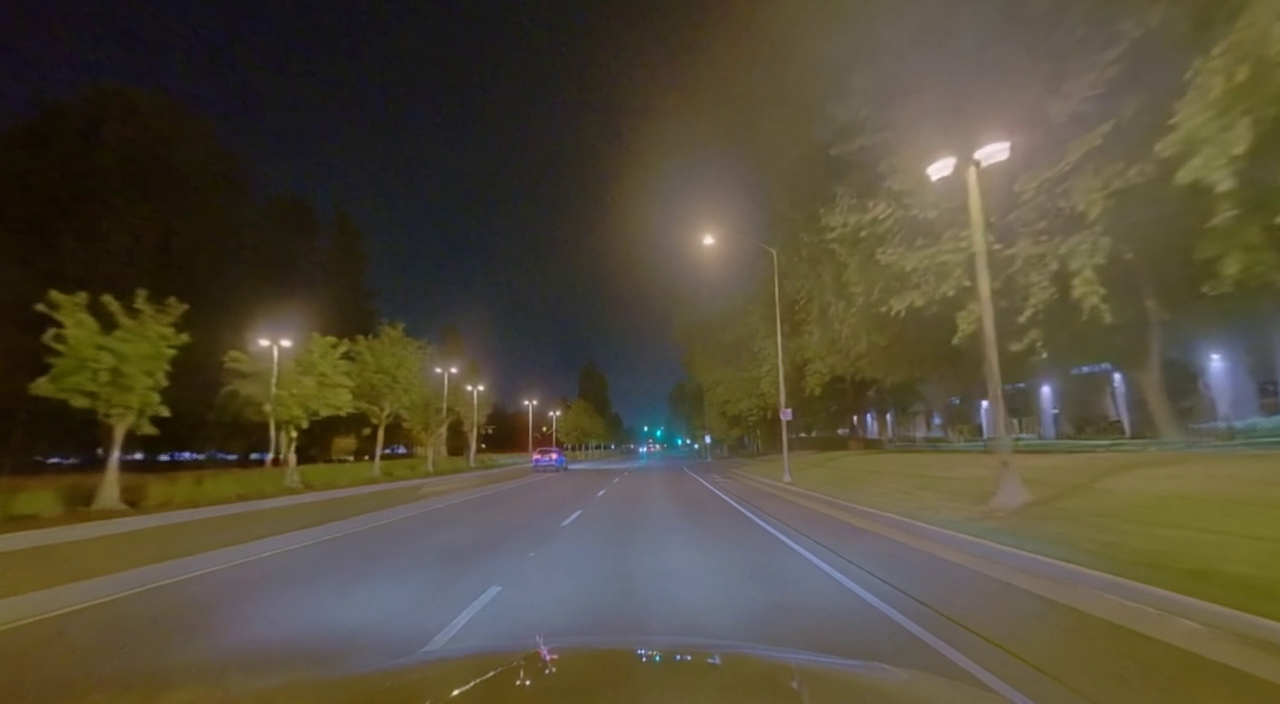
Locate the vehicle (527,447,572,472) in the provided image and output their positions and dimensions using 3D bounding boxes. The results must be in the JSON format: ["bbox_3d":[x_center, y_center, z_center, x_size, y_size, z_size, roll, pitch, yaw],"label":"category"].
[{"bbox_3d":[-5.520,6.604,39.051,1.945,1.461,4.605,-1,-9,3],"label":"vehicle"}]
